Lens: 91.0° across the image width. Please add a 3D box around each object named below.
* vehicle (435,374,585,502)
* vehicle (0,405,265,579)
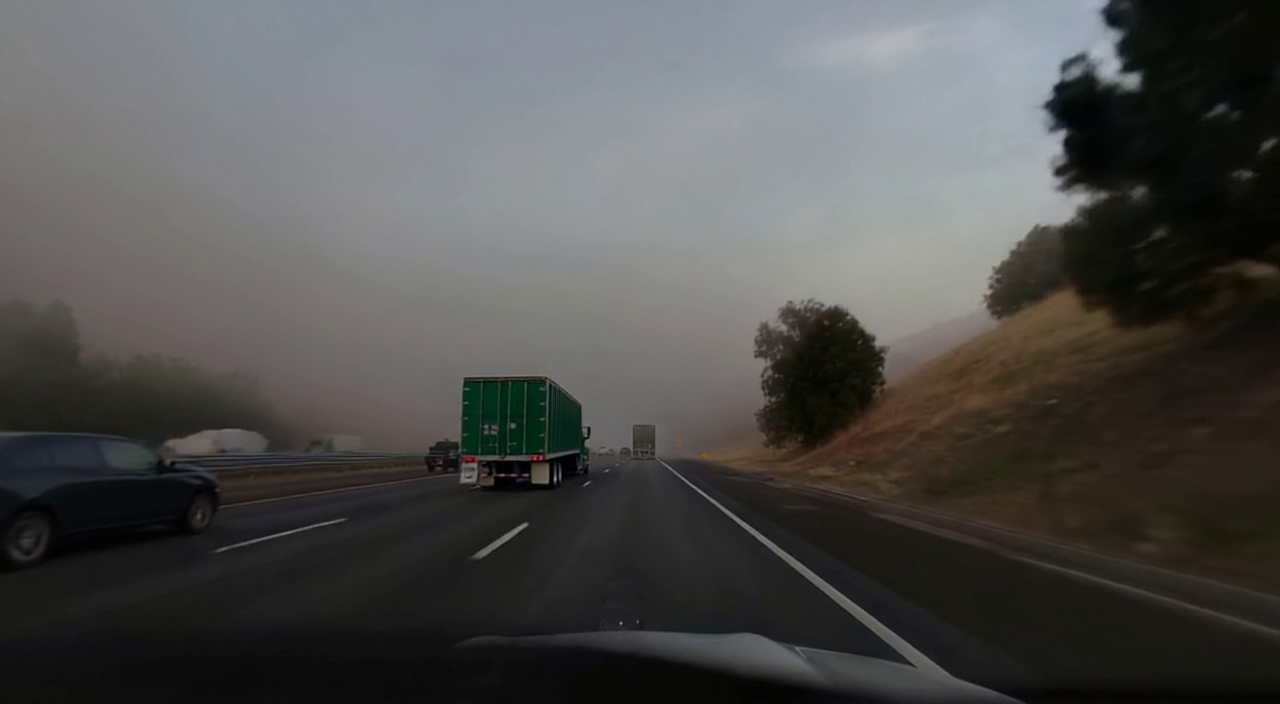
[{"bbox_3d":[-3.814,3.034,21.750,2.789,3.271,10.894,0,-9,0],"label":"vehicle"},{"bbox_3d":[-7.456,1.689,8.228,2.125,1.725,4.715,0,-9,0],"label":"vehicle"}]
